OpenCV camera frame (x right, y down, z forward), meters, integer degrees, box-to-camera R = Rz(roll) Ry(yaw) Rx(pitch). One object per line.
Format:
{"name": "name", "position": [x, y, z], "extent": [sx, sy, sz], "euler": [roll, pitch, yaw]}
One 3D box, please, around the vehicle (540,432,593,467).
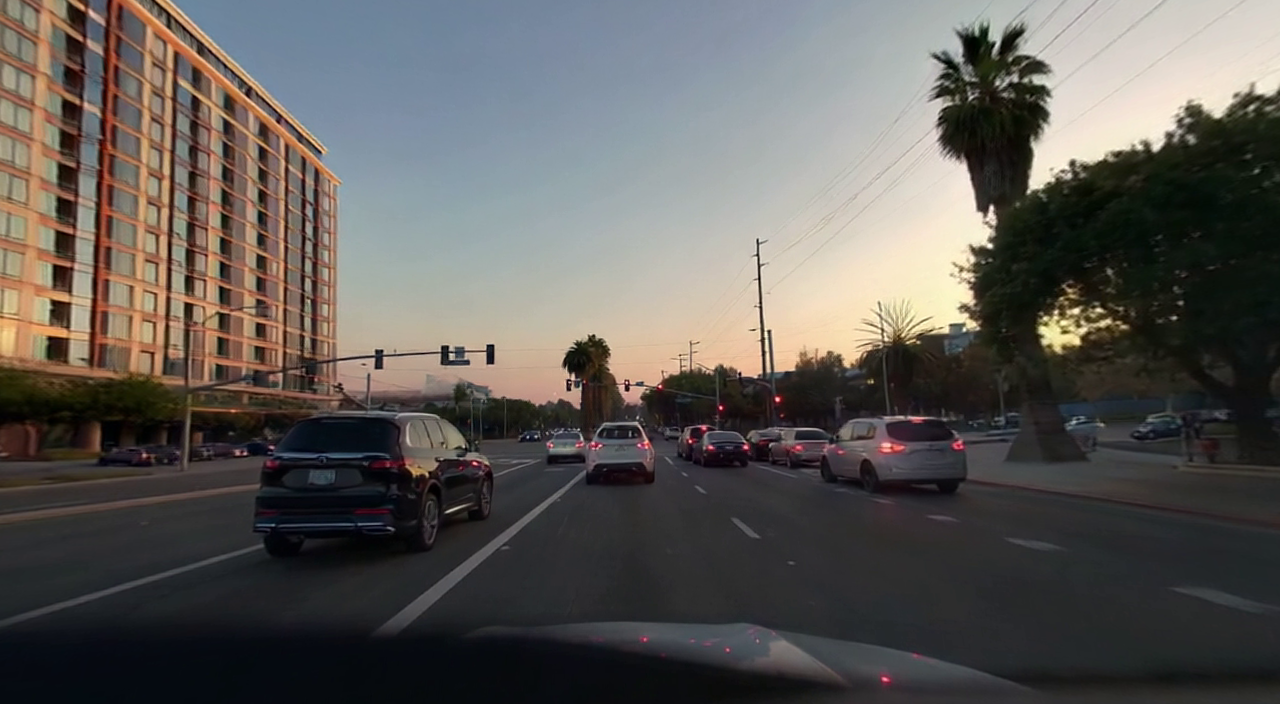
{"name": "vehicle", "position": [-3.372, 4.571, 29.681], "extent": [1.973, 1.504, 3.895], "euler": [0, -8, 0]}

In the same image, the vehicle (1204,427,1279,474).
{"name": "vehicle", "position": [22.276, 3.429, 22.111], "extent": [2.020, 1.501, 4.732], "euler": [-3, -9, 20]}

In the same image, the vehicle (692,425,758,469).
{"name": "vehicle", "position": [3.253, 3.775, 25.078], "extent": [1.975, 1.598, 4.025], "euler": [0, -8, -1]}

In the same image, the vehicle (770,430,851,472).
{"name": "vehicle", "position": [6.428, 3.778, 24.285], "extent": [1.764, 1.451, 4.300], "euler": [0, -8, -2]}

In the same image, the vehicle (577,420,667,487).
{"name": "vehicle", "position": [-0.502, 2.881, 18.195], "extent": [2.302, 1.681, 4.217], "euler": [0, -8, -1]}

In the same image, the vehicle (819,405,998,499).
{"name": "vehicle", "position": [6.461, 2.510, 16.134], "extent": [2.130, 1.979, 5.310], "euler": [0, -8, -1]}

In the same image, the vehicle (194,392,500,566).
{"name": "vehicle", "position": [-3.504, 1.626, 8.764], "extent": [2.136, 1.779, 4.417], "euler": [0, -8, 0]}
